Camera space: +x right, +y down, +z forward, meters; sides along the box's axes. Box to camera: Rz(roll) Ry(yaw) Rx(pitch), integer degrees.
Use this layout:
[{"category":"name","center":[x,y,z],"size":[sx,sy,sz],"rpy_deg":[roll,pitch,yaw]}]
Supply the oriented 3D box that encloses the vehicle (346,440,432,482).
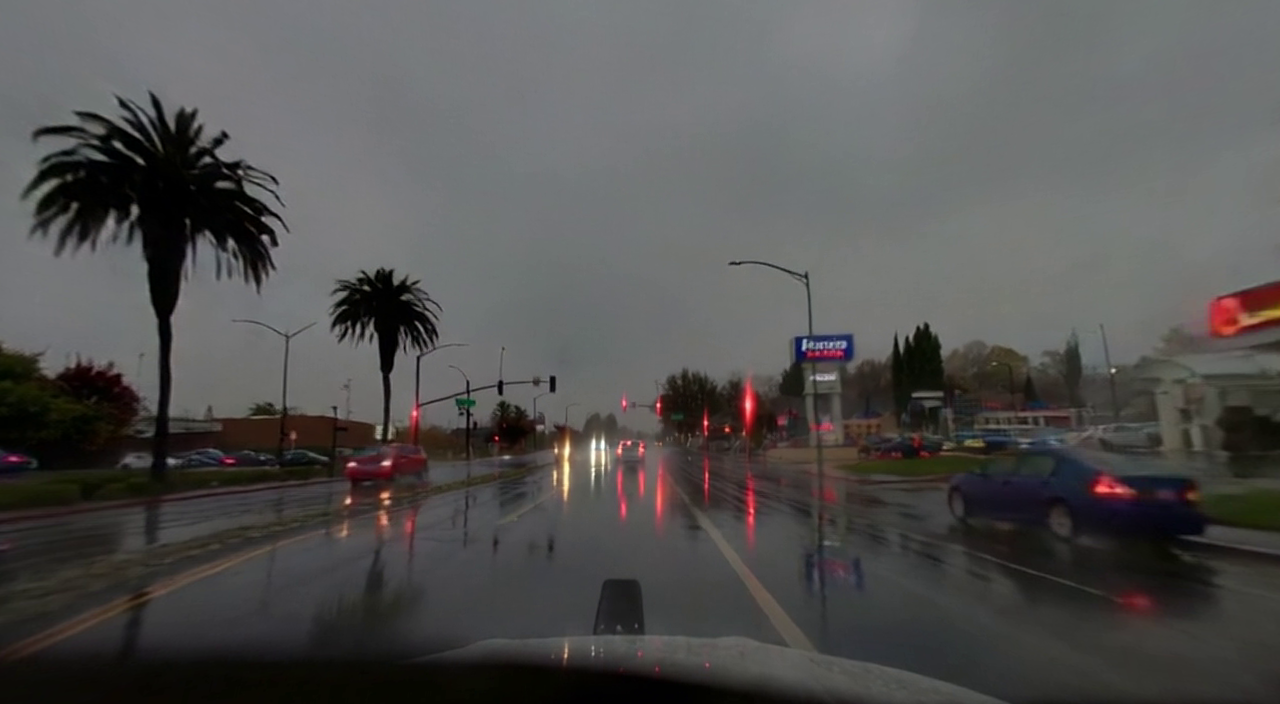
[{"category":"vehicle","center":[-11.698,5.088,29.902],"size":[2.098,1.766,4.787],"rpy_deg":[0,-8,0]}]

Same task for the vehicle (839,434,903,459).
[{"category":"vehicle","center":[14.694,5.988,40.138],"size":[4.580,1.479,1.985],"rpy_deg":[8,-12,-44]}]

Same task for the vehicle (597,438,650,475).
[{"category":"vehicle","center":[-0.707,4.625,28.199],"size":[2.160,1.508,4.319],"rpy_deg":[0,-8,-1]}]

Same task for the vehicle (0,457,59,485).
[{"category":"vehicle","center":[-35.487,6.630,35.250],"size":[4.313,1.462,1.821],"rpy_deg":[0,-8,-2]}]

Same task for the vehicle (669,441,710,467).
[{"category":"vehicle","center":[2.958,6.186,38.612],"size":[2.060,1.471,4.168],"rpy_deg":[0,-8,-1]}]

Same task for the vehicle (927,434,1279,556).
[{"category":"vehicle","center":[6.780,2.112,10.213],"size":[1.922,1.461,4.868],"rpy_deg":[0,-8,-1]}]
